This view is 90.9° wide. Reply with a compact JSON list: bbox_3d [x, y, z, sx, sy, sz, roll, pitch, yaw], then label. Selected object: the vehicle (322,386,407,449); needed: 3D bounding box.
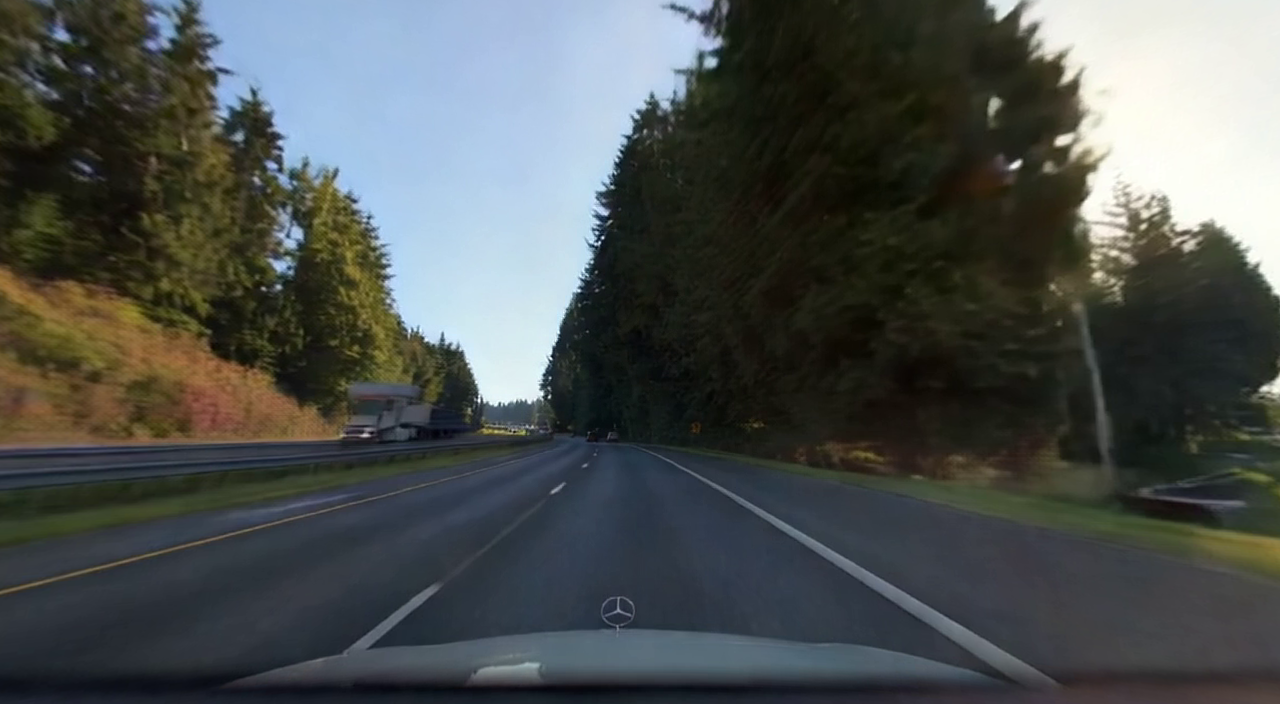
[{"bbox_3d":[-17.979,4.385,41.602,2.989,3.819,5.967,0,-8,-2],"label":"vehicle"}]
